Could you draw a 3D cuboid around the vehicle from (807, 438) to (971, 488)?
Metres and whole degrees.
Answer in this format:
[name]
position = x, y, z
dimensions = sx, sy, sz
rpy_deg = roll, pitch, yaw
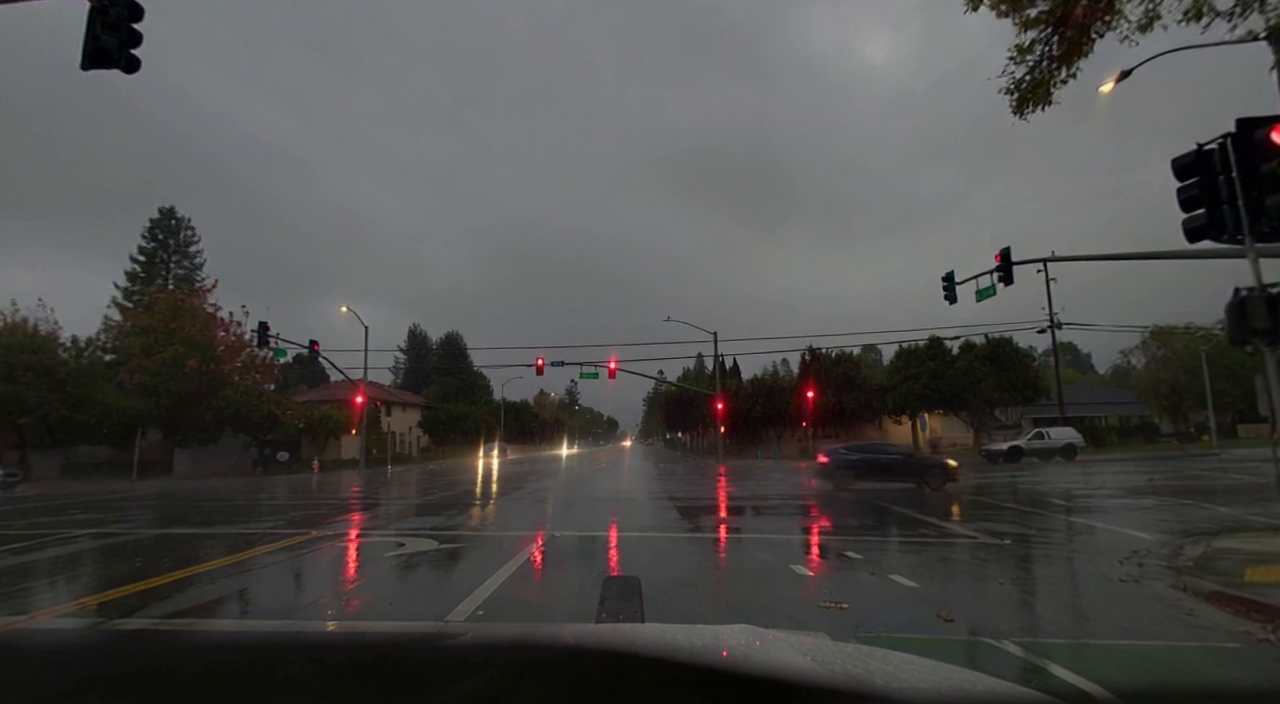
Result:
[vehicle]
position = 8.251, 3.724, 21.337
dimensions = 4.734, 1.585, 1.940
rpy_deg = -1, -8, 5
